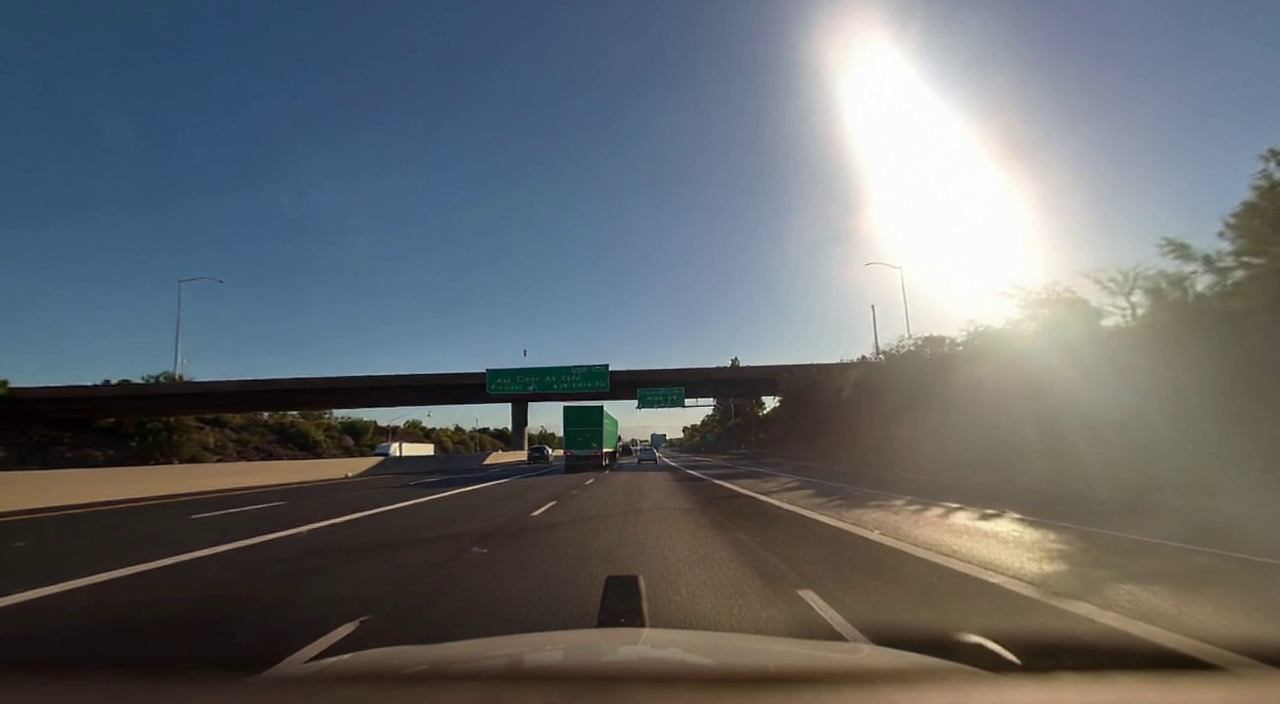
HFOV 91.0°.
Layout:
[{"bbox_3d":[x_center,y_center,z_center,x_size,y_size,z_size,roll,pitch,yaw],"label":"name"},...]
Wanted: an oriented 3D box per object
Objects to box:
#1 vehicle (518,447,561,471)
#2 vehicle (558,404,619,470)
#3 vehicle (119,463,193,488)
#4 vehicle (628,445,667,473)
[{"bbox_3d":[-6.764,7.265,42.945,1.996,1.495,4.671,-1,-9,2],"label":"vehicle"},{"bbox_3d":[-3.301,6.025,43.868,3.053,3.948,11.288,-1,-9,1],"label":"vehicle"},{"bbox_3d":[-34.983,8.935,45.668,1.835,1.566,4.344,0,-9,1],"label":"vehicle"},{"bbox_3d":[0.402,5.984,35.403,2.066,1.469,4.050,0,-9,0],"label":"vehicle"}]
